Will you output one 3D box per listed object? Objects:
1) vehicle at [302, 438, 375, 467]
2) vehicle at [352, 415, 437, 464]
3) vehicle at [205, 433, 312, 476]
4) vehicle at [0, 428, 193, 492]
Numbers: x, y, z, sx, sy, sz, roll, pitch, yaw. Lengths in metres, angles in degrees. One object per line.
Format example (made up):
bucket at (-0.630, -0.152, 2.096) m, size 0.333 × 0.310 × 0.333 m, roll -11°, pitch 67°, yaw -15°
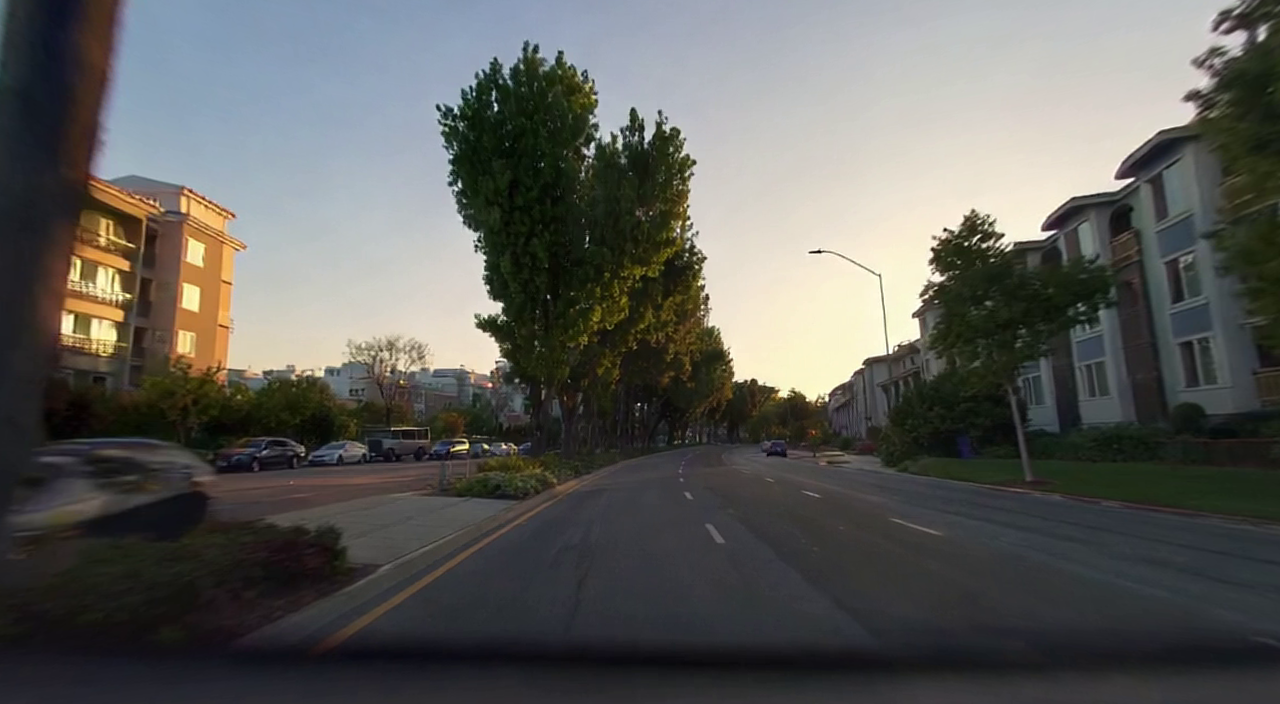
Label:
vehicle at (-18.269, 6.136, 38.538) m, size 1.876 × 1.624 × 4.827 m, roll -2°, pitch -9°, yaw 3°
vehicle at (-17.613, 6.429, 45.995) m, size 2.781 × 3.224 × 7.055 m, roll -1°, pitch -9°, yaw 5°
vehicle at (-18.797, 5.066, 31.491) m, size 2.096 × 1.839 × 5.137 m, roll -3°, pitch -8°, yaw 1°
vehicle at (-18.906, 3.736, 22.214) m, size 2.217 × 1.882 × 5.448 m, roll -3°, pitch -9°, yaw 3°
